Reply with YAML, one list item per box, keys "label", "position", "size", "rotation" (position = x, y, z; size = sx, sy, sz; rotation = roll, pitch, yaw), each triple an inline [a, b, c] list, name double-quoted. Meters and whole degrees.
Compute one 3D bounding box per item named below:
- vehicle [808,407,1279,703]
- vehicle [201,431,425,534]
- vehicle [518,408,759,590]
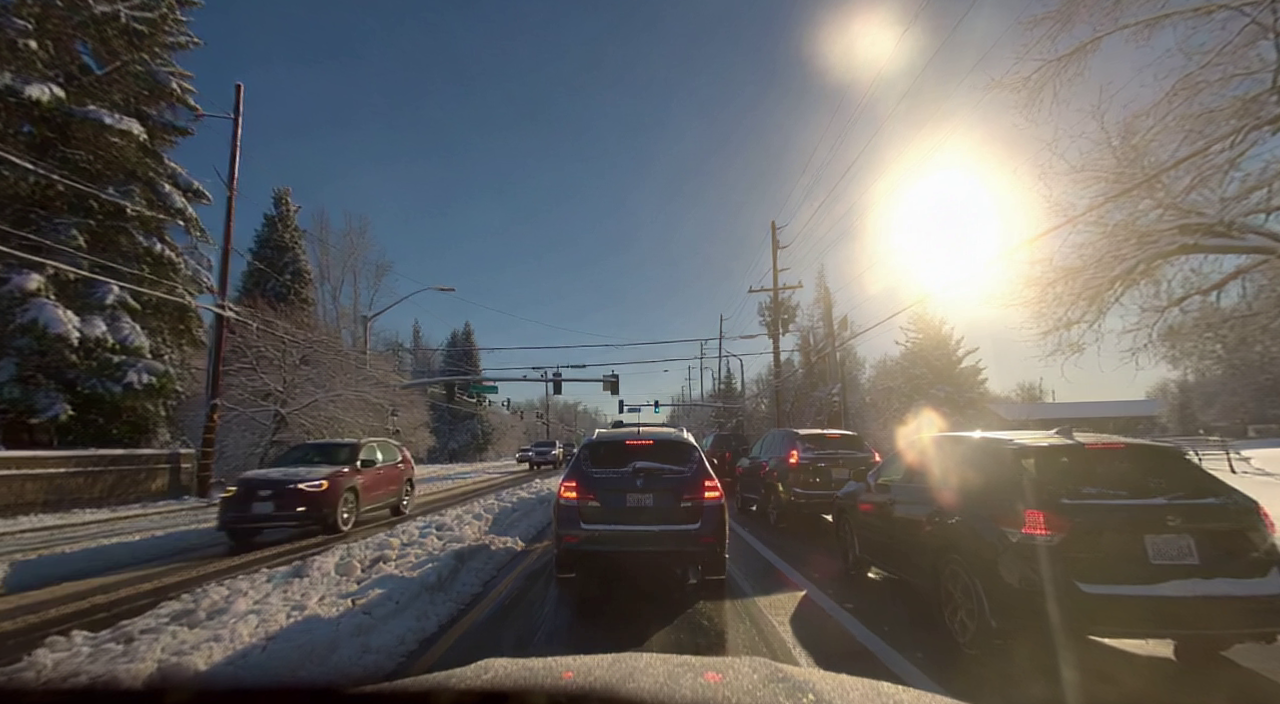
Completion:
- label: "vehicle"
  position: [2.899, 1.313, 4.991]
  size: [1.950, 1.487, 4.275]
  rotation: [0, -8, 0]
- label: "vehicle"
  position: [-6.363, 2.563, 13.064]
  size: [2.225, 1.713, 4.514]
  rotation: [0, -8, 0]
- label: "vehicle"
  position: [0.002, 1.656, 7.907]
  size: [2.200, 1.653, 4.127]
  rotation: [0, -8, 1]
